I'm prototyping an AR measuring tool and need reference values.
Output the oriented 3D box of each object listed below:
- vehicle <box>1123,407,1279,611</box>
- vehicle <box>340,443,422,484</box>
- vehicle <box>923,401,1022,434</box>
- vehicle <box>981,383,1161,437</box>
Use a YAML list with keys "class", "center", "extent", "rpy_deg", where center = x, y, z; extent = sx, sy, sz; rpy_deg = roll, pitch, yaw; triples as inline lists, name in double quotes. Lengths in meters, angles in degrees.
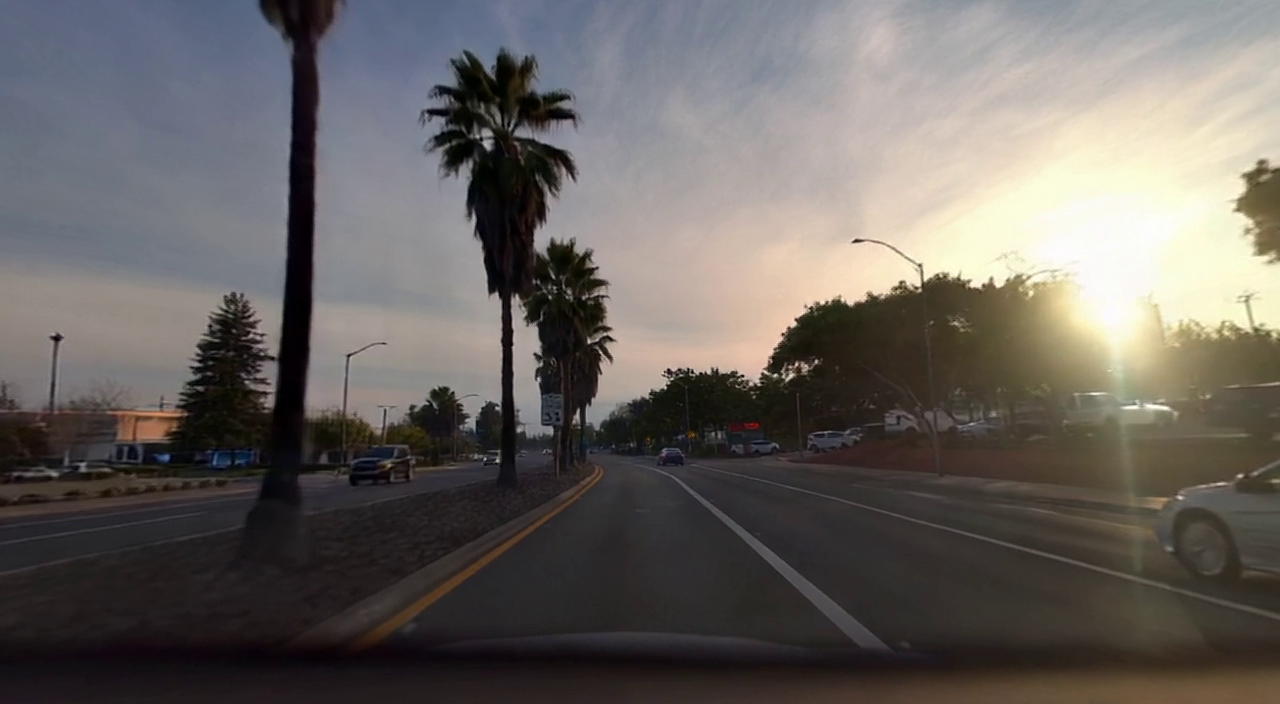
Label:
- class: "vehicle"
  center: [6.422, 1.230, 4.743]
  extent: [2.124, 1.687, 4.266]
  rpy_deg: [0, -8, -1]
- class: "vehicle"
  center: [-13.186, 5.683, 32.513]
  extent: [2.210, 1.889, 4.934]
  rpy_deg: [0, -8, -2]
- class: "vehicle"
  center: [18.057, 3.561, 34.414]
  extent: [4.237, 1.573, 2.011]
  rpy_deg: [-2, -6, -1]
- class: "vehicle"
  center: [18.051, 2.491, 26.671]
  extent: [5.817, 1.906, 2.230]
  rpy_deg: [-2, -12, 0]
